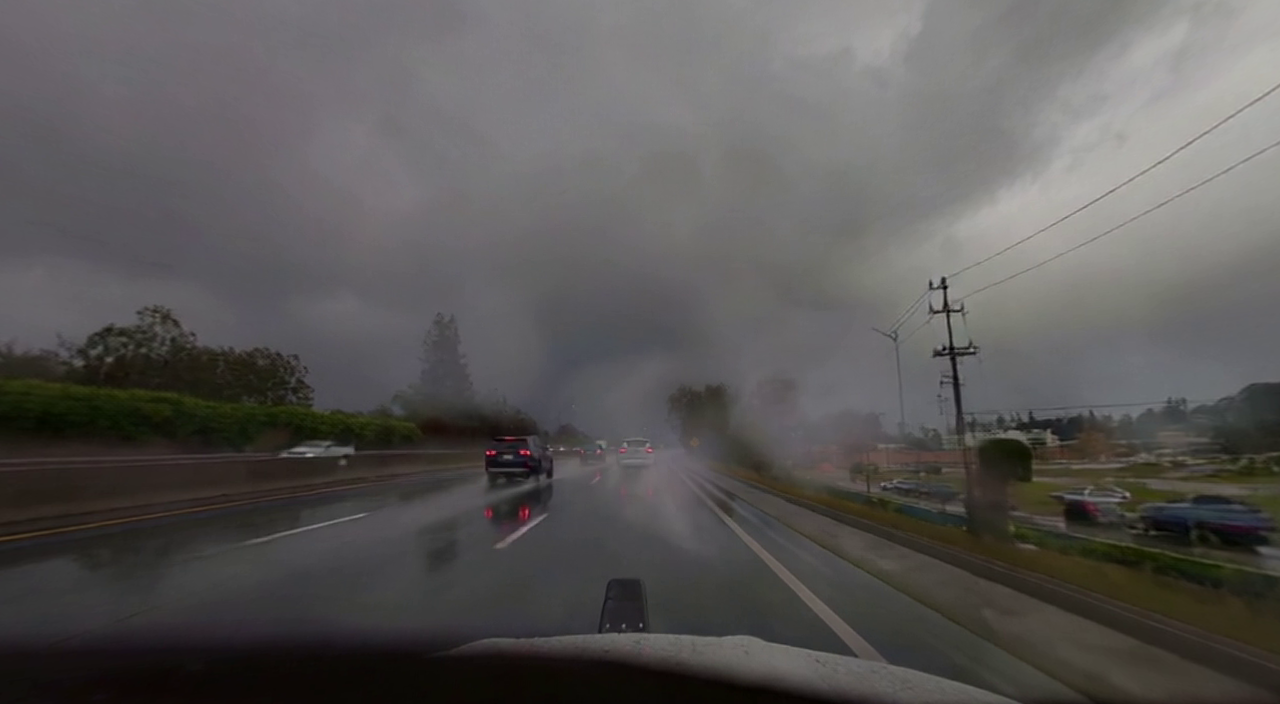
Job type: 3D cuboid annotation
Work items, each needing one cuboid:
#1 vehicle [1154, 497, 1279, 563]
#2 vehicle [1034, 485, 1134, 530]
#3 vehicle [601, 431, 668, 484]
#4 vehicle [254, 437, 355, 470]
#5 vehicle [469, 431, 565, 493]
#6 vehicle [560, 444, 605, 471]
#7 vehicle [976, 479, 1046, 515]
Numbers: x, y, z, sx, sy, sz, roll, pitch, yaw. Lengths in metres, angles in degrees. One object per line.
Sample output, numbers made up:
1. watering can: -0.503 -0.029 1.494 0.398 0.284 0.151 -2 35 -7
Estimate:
1. vehicle: 19.861 5.876 21.204 1.832 1.624 4.158 -1 -8 4
2. vehicle: 21.682 7.583 31.058 1.820 1.768 4.621 -2 -10 6
3. vehicle: -0.169 3.971 24.012 2.319 1.813 4.274 0 -8 1
4. vehicle: -20.696 6.310 39.396 2.422 1.899 6.624 -1 -8 2
5. vehicle: -3.797 3.501 20.372 2.104 1.754 4.515 0 -8 1
6. vehicle: -3.296 6.134 36.838 2.092 1.464 4.466 0 -8 2
7. vehicle: 21.891 8.521 37.394 1.826 1.625 4.758 -1 -8 8
